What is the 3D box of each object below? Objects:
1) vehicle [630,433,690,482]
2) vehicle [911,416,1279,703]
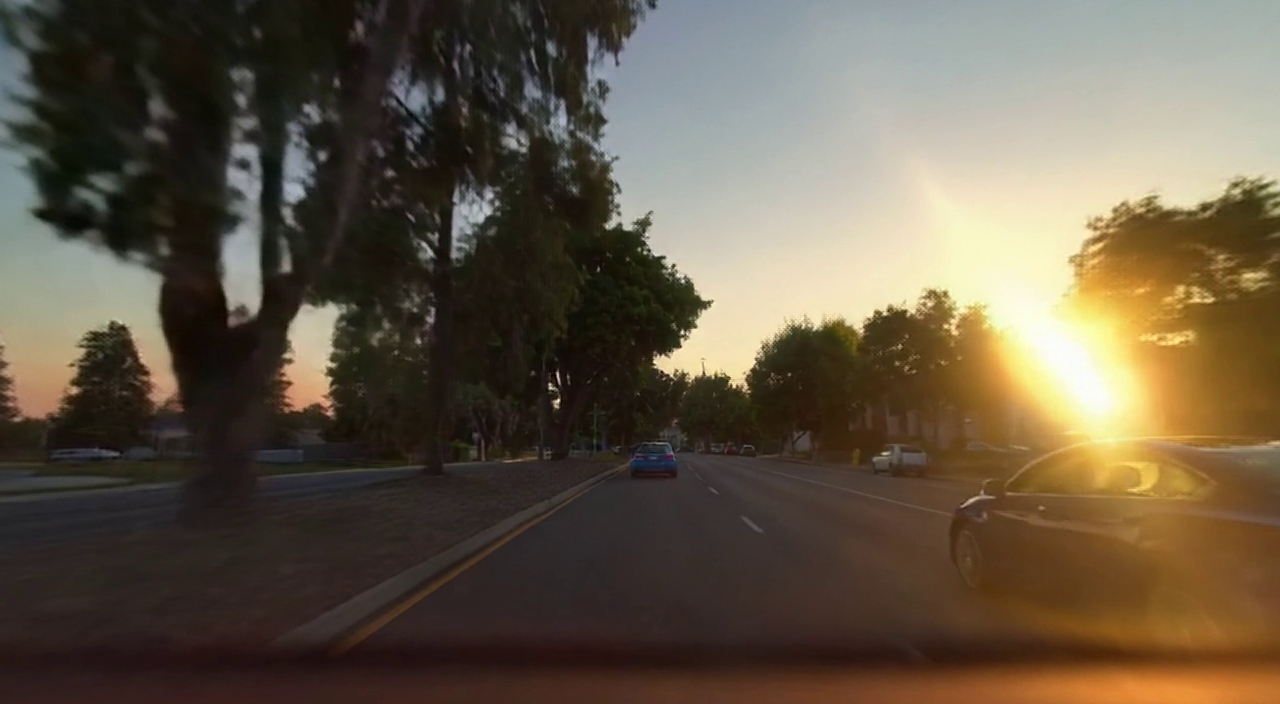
[{"bbox_3d":[0.719,4.038,24.371,2.085,1.693,4.301,0,-8,0],"label":"vehicle"},{"bbox_3d":[3.854,1.239,4.465,1.918,1.418,4.360,0,-8,0],"label":"vehicle"}]
